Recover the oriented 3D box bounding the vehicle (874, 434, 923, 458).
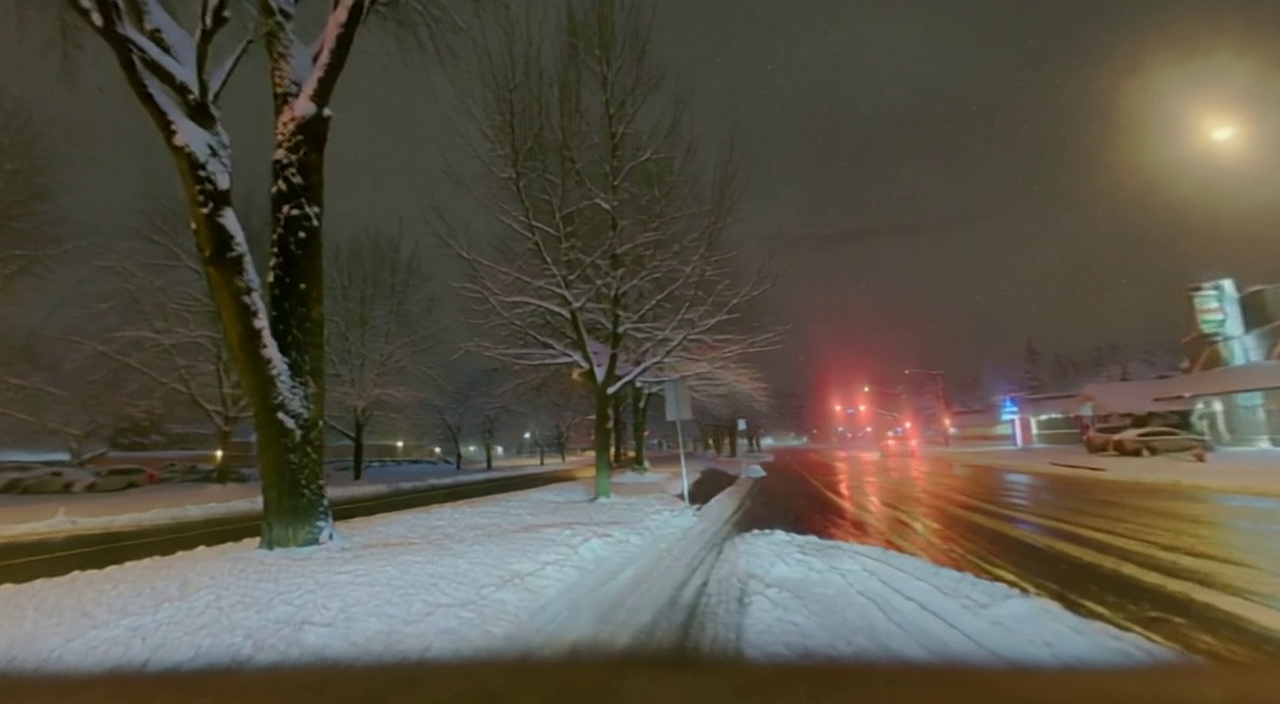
[{"bbox_3d":[18.715,6.858,45.918,2.100,1.638,4.545,-1,-9,7],"label":"vehicle"}]

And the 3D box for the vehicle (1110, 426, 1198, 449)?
[{"bbox_3d":[32.799,5.512,40.426,3.839,1.386,1.816,-2,-9,12],"label":"vehicle"}]

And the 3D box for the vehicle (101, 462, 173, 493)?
[{"bbox_3d":[-30.016,7.414,37.618,5.124,1.541,2.121,-7,-11,38],"label":"vehicle"}]

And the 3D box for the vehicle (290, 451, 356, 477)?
[{"bbox_3d":[-23.336,8.190,46.458,5.483,1.719,2.112,-7,-11,38],"label":"vehicle"}]

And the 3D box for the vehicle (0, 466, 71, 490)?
[{"bbox_3d":[-40.062,8.133,40.874,4.317,1.418,1.734,2,-9,-17],"label":"vehicle"}]

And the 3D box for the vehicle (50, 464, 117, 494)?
[{"bbox_3d":[-31.297,7.074,35.505,4.157,1.458,2.130,-7,-11,40],"label":"vehicle"}]

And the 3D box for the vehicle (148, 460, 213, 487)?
[{"bbox_3d":[-30.201,7.936,41.461,4.416,1.541,2.102,-6,-11,36],"label":"vehicle"}]
